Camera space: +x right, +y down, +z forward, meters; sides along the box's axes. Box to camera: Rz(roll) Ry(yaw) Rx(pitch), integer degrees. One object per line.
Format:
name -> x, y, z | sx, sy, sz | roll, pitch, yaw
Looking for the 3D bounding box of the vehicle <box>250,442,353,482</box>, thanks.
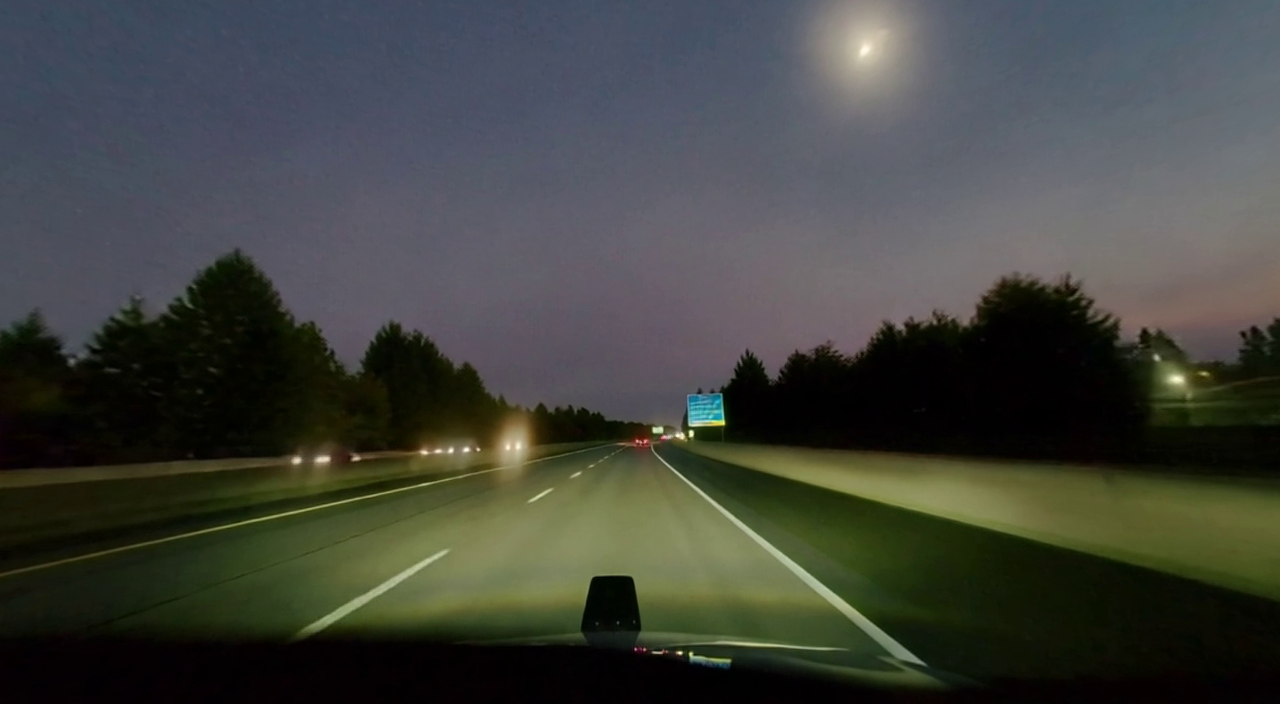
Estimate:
vehicle -> -13.618, 4.407, 25.627 | 1.859, 1.433, 4.203 | 0, -8, 0
